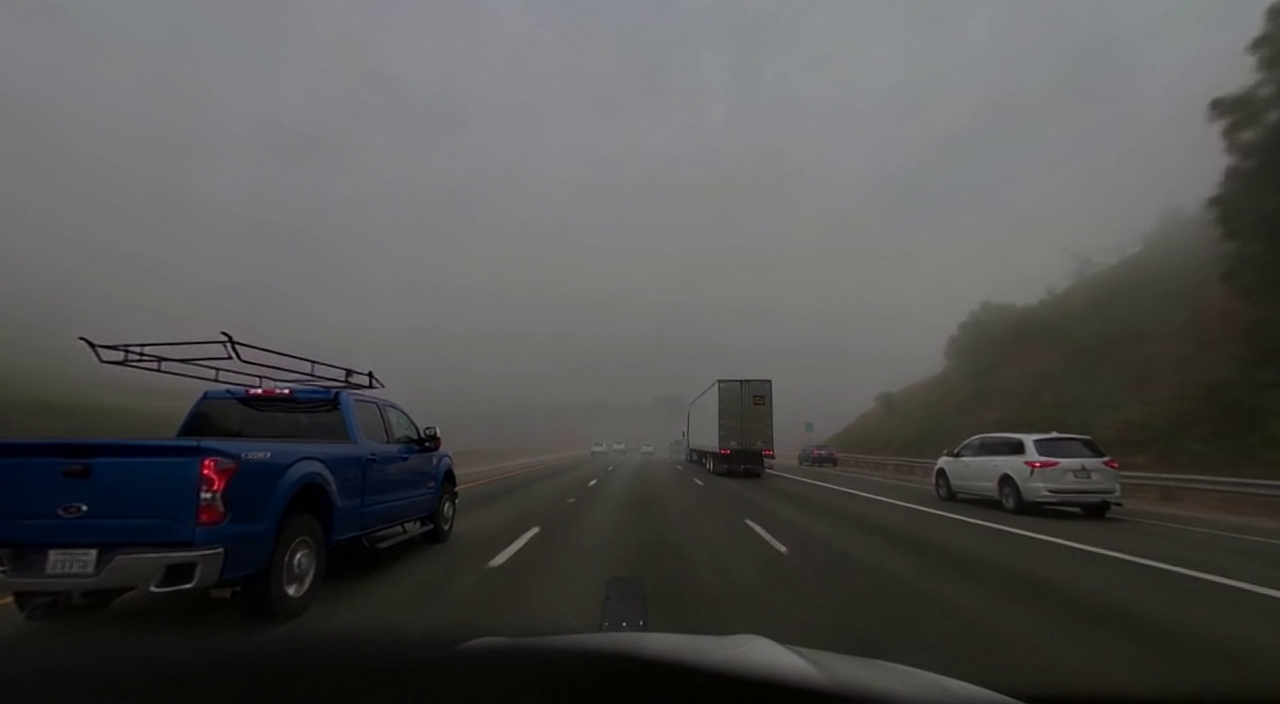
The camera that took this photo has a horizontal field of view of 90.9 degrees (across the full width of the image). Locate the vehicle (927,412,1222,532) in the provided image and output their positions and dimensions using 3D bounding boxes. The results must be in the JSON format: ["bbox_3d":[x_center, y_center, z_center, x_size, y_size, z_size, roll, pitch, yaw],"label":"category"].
[{"bbox_3d":[7.301,2.064,11.416,1.999,1.700,4.640,0,-9,0],"label":"vehicle"}]

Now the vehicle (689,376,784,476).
[{"bbox_3d":[4.399,3.963,32.133,2.885,4.036,12.891,0,-8,0],"label":"vehicle"}]

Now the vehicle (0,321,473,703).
[{"bbox_3d":[-3.910,1.310,6.582,2.599,2.054,6.288,0,-8,0],"label":"vehicle"}]

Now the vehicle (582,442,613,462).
[{"bbox_3d":[-3.223,7.752,48.943,2.077,1.446,4.106,0,-8,1],"label":"vehicle"}]
